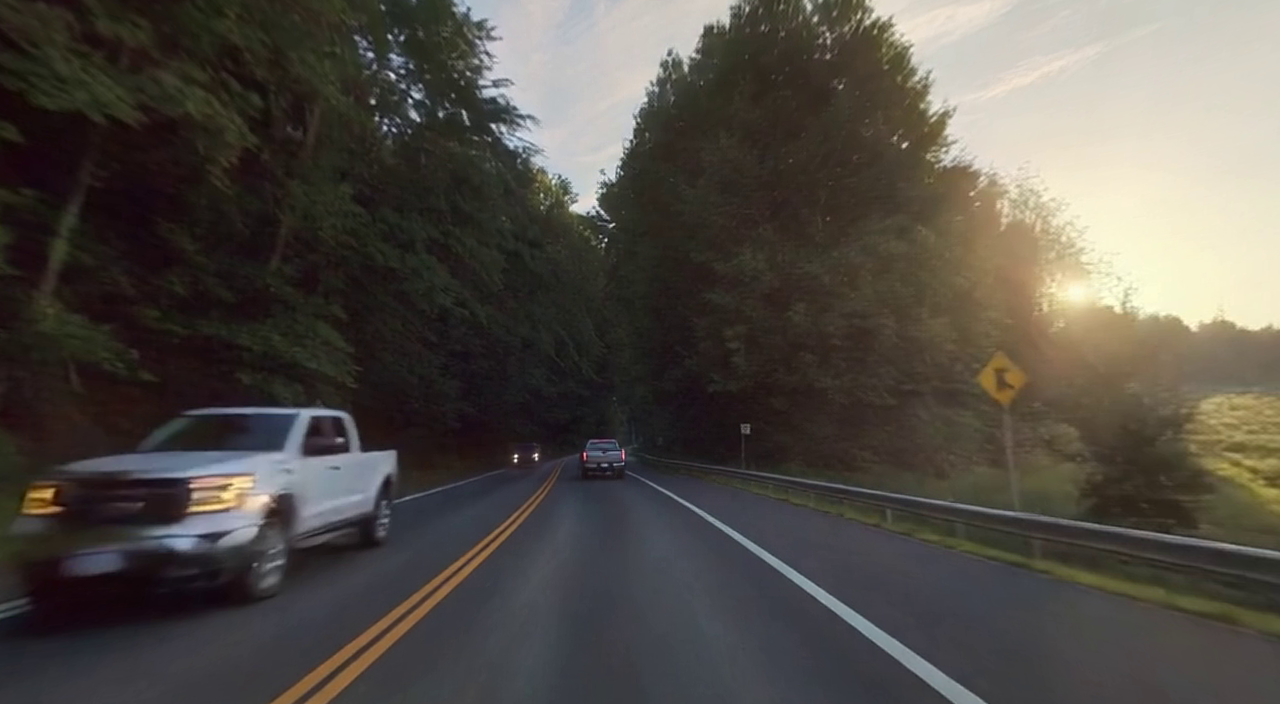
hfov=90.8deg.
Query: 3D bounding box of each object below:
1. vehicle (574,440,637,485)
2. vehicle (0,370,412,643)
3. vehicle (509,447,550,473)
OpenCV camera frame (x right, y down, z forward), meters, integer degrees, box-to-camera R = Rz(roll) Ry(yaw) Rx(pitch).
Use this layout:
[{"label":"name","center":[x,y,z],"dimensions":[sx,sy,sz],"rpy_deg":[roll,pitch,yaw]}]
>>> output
[{"label":"vehicle","center":[-1.593,4.957,28.819],"dimensions":[2.631,1.798,5.331],"rpy_deg":[0,-8,-4]},{"label":"vehicle","center":[-4.618,1.495,7.167],"dimensions":[2.374,1.989,4.909],"rpy_deg":[0,-8,-2]},{"label":"vehicle","center":[-7.058,6.950,40.940],"dimensions":[2.166,1.513,4.519],"rpy_deg":[0,-8,-4]}]
